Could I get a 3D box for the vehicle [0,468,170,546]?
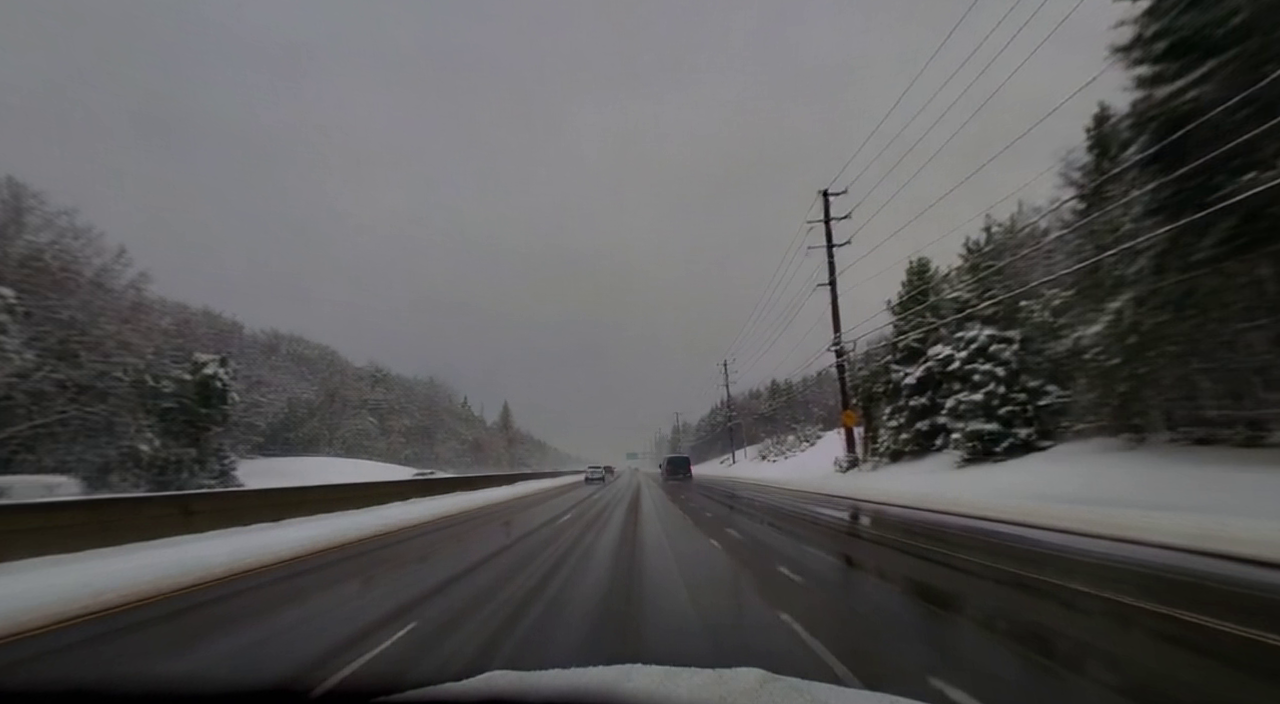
[{"bbox_3d":[-12.866,3.278,13.854,1.898,1.404,4.106,1,-10,-1],"label":"vehicle"}]
